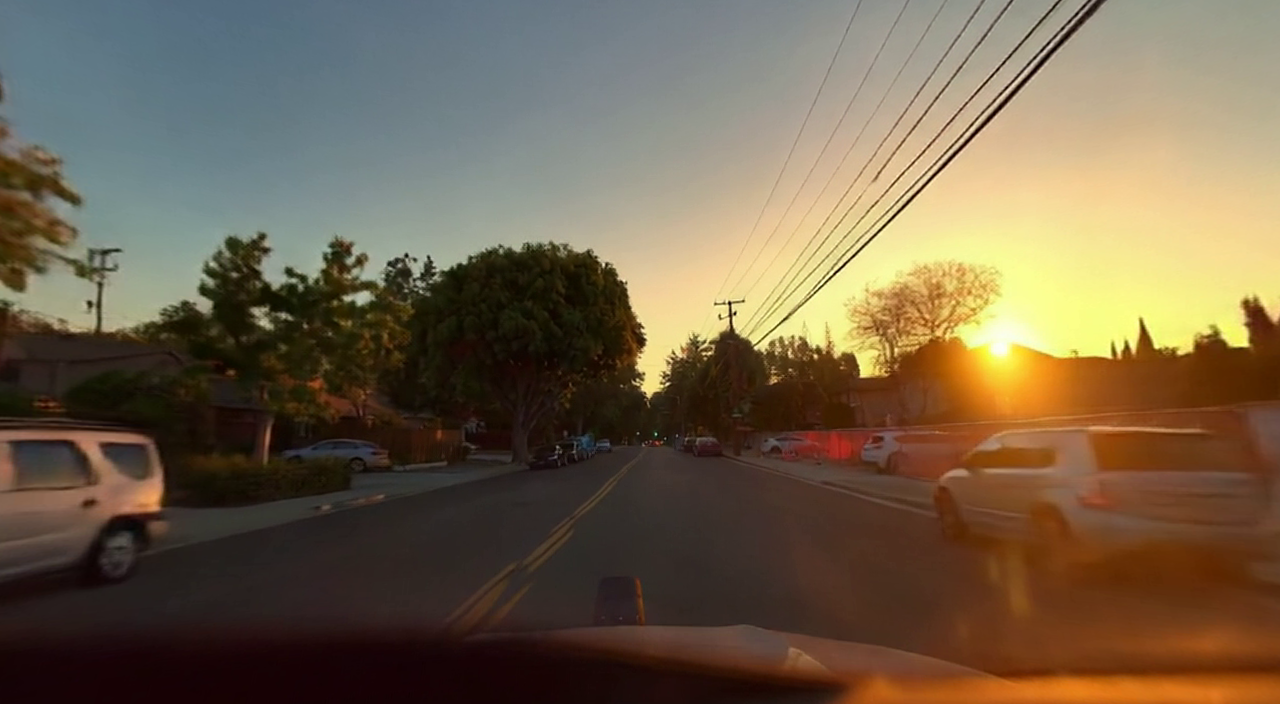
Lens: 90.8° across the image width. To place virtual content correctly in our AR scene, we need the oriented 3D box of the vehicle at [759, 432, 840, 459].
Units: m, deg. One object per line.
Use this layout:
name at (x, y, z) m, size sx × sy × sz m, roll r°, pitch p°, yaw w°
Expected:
vehicle at (10.772, 6.321, 42.868) m, size 4.920 × 1.759 × 1.998 m, roll 0°, pitch -8°, yaw -1°

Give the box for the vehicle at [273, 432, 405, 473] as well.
vehicle at (-13.088, 4.385, 27.671) m, size 4.752 × 1.734 × 1.998 m, roll 0°, pitch -8°, yaw 1°

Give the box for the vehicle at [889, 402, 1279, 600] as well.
vehicle at (4.571, 1.471, 7.062) m, size 1.902 × 1.542 × 4.099 m, roll 0°, pitch -8°, yaw 0°

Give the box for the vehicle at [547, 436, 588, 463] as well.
vehicle at (-5.258, 7.195, 46.435) m, size 2.158 × 1.837 × 4.659 m, roll -1°, pitch -10°, yaw 3°

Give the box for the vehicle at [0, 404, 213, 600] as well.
vehicle at (-6.959, 1.474, 6.296) m, size 2.055 × 1.806 × 4.540 m, roll -1°, pitch -8°, yaw 3°

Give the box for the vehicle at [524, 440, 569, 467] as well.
vehicle at (-5.737, 6.267, 39.139) m, size 1.771 × 1.512 × 4.281 m, roll 2°, pitch -9°, yaw 5°
